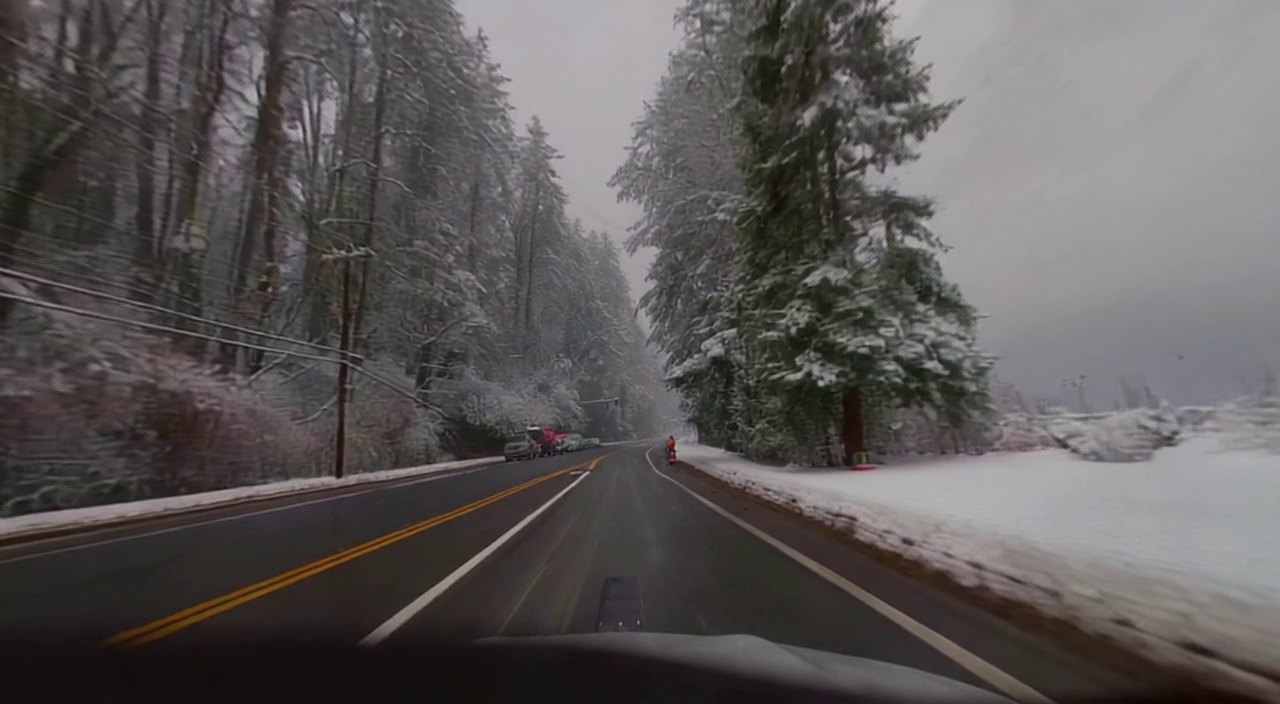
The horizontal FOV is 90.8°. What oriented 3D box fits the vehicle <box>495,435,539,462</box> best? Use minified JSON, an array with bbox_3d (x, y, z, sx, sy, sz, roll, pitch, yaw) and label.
[{"bbox_3d":[-8.701,6.850,45.128,1.991,1.759,4.443,-3,-8,3],"label":"vehicle"}]
